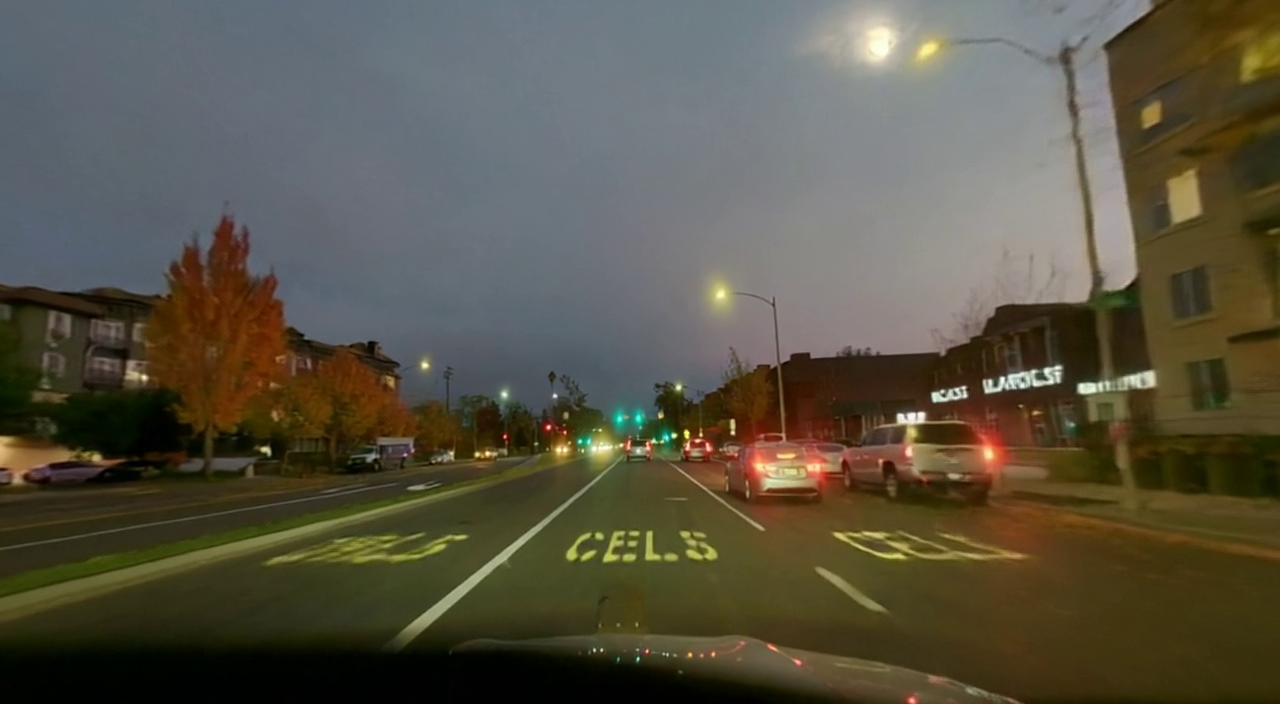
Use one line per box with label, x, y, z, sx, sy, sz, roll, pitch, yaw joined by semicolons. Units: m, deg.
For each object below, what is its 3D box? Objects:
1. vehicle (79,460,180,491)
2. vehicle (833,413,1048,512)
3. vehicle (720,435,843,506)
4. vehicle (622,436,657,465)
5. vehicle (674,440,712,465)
vehicle;-30.581;7.410;37.776;4.370;1.725;2.052;-1;-9;5
vehicle;6.842;2.624;15.418;2.378;1.946;5.826;0;-9;0
vehicle;3.359;2.910;15.916;1.977;1.498;4.521;0;-9;-1
vehicle;-0.039;6.709;43.157;2.239;1.856;4.815;0;-9;0
vehicle;3.488;6.687;42.099;2.178;1.546;4.311;0;-9;0
